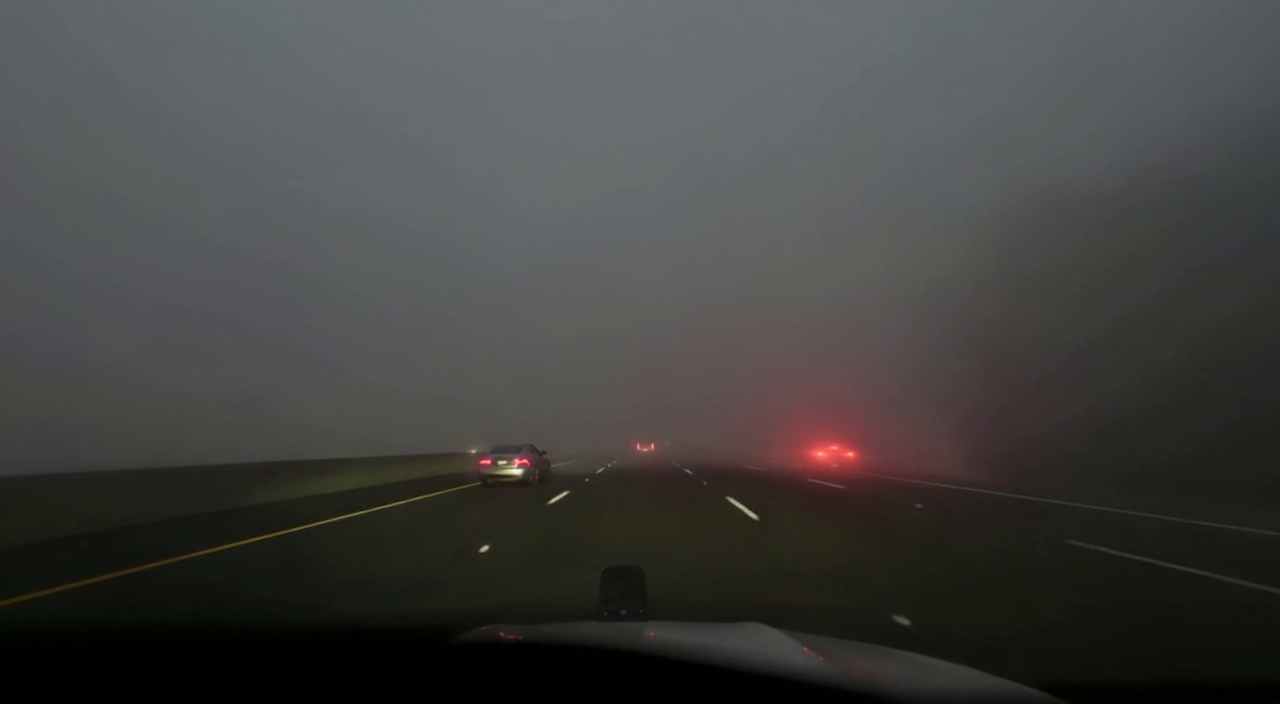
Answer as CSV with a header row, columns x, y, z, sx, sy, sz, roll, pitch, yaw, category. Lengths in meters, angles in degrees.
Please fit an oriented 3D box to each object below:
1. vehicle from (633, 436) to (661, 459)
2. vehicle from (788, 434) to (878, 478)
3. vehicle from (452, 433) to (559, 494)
x,y,z,sx,sy,sz,roll,pitch,yaw,category
0.494,7.384,48.636,2.063,1.698,4.355,0,-8,0,vehicle
7.379,4.025,24.594,1.870,1.493,5.015,0,-8,-1,vehicle
-3.732,3.171,18.265,2.050,1.546,4.344,0,-8,1,vehicle
